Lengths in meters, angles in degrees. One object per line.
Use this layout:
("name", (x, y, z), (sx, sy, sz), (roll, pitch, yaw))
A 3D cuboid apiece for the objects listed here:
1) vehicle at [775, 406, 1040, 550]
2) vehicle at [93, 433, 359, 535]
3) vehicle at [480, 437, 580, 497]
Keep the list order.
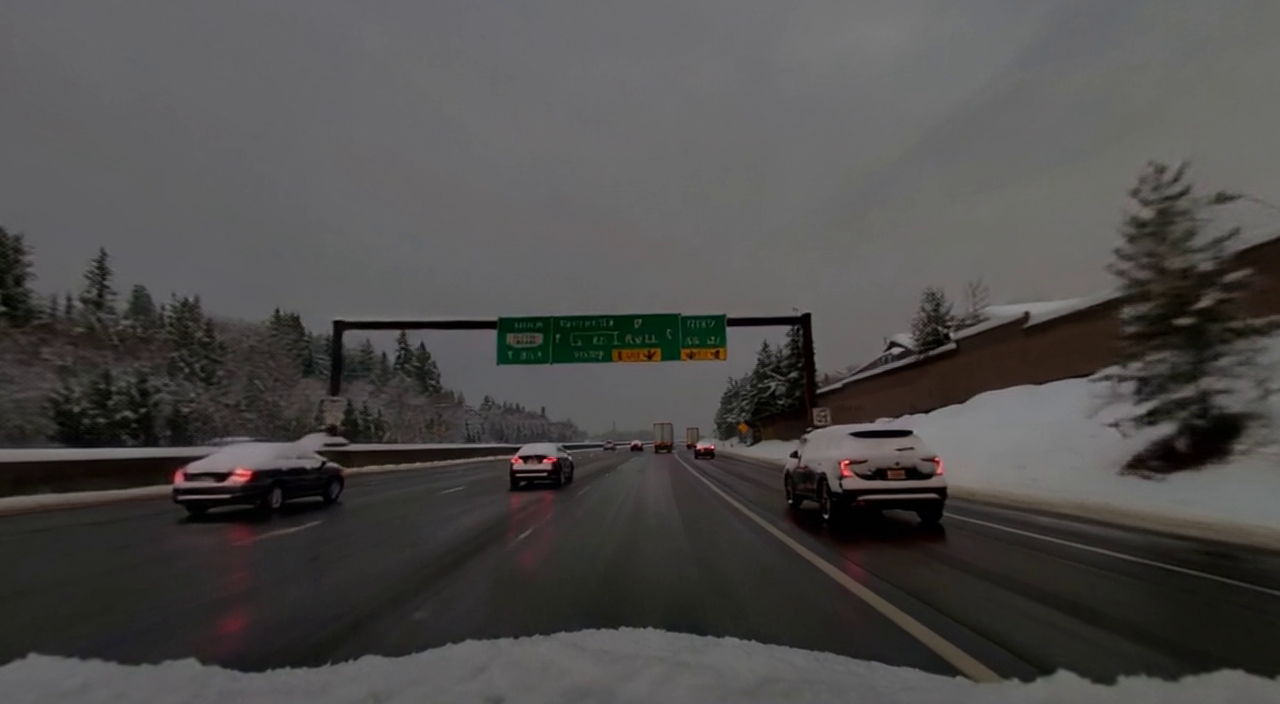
("vehicle", (3.733, 1.867, 9.965), (2.108, 1.709, 4.703), (0, -9, 0))
("vehicle", (-7.041, 2.258, 11.354), (1.909, 1.482, 4.140), (0, -8, 1))
("vehicle", (-2.954, 3.191, 17.819), (1.947, 1.479, 4.114), (-1, -8, 2))
